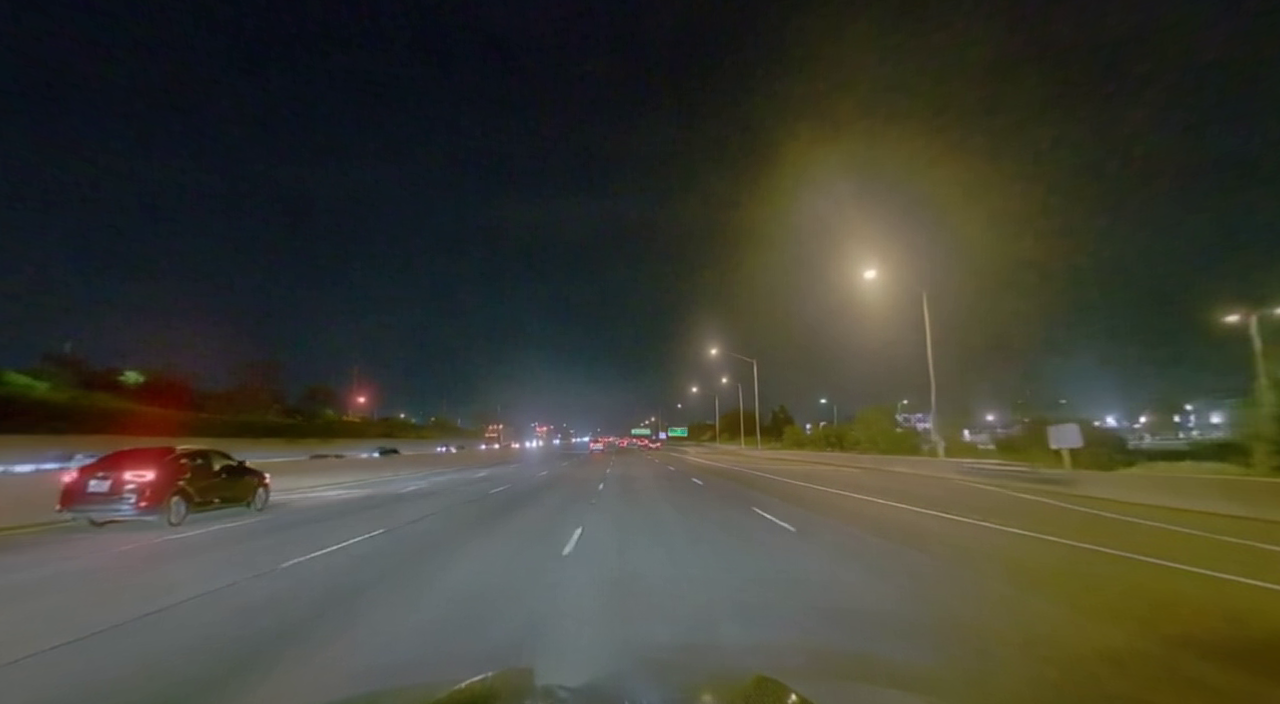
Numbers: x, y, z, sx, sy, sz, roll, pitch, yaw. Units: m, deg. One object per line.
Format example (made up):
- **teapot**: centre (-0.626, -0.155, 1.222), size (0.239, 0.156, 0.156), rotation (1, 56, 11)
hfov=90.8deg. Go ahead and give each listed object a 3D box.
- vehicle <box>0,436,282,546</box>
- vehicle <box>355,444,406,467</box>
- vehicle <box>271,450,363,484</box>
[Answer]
- **vehicle**: centre (-8.606, 2.274, 11.044), size (2.060, 1.507, 4.494), rotation (0, -9, -1)
- **vehicle**: centre (-19.424, 7.769, 47.439), size (2.003, 1.631, 4.445), rotation (0, -9, -1)
- **vehicle**: centre (-15.102, 5.362, 29.854), size (2.106, 1.449, 4.299), rotation (0, -9, -1)
